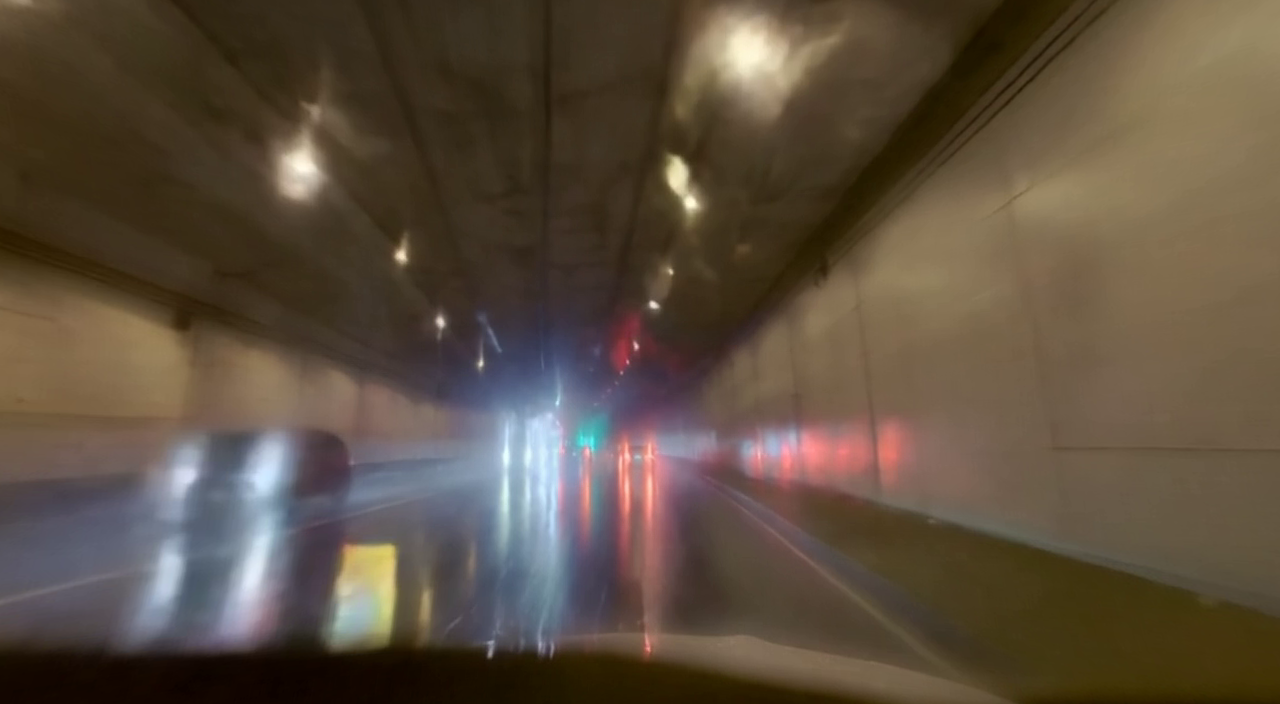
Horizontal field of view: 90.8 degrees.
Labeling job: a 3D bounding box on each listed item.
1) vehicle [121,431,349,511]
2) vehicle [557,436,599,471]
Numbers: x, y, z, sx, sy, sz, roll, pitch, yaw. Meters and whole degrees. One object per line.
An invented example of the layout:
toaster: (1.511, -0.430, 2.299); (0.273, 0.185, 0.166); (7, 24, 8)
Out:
vehicle: (-8.351, 2.485, 13.687); (1.963, 1.414, 4.567); (0, -8, -1)
vehicle: (-3.323, 5.540, 34.613); (1.961, 1.725, 4.315); (0, -8, -1)
